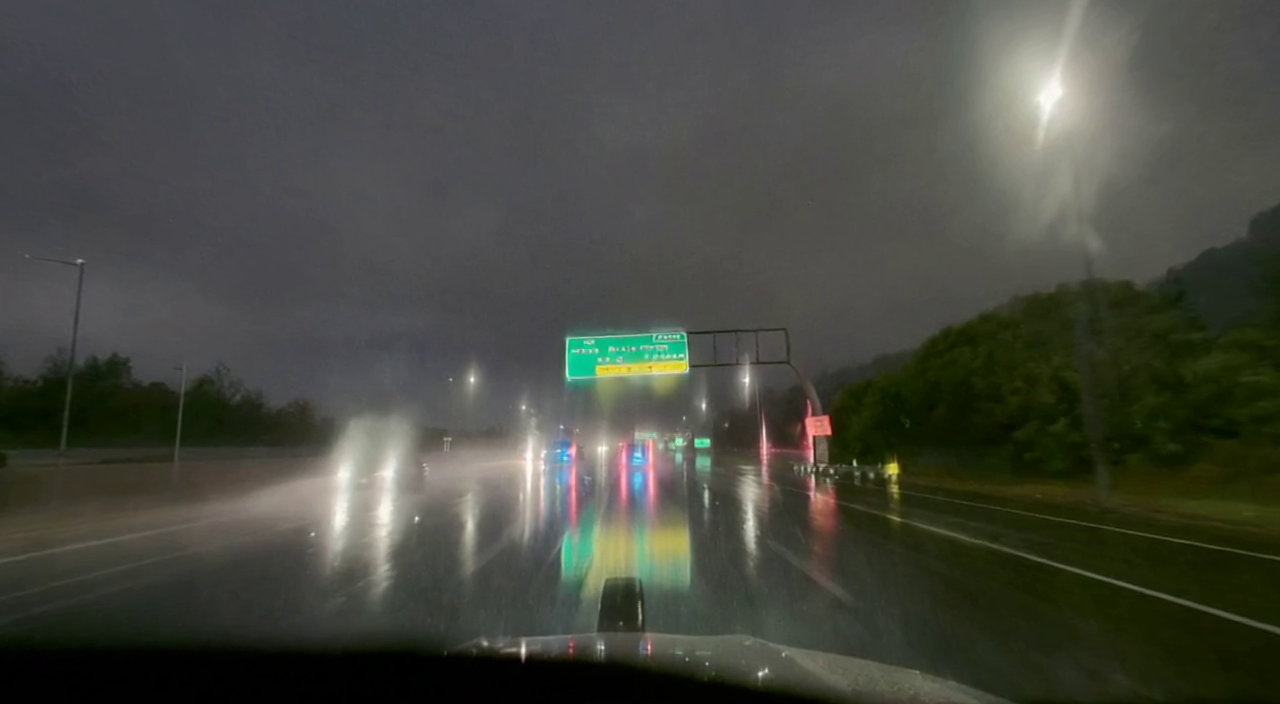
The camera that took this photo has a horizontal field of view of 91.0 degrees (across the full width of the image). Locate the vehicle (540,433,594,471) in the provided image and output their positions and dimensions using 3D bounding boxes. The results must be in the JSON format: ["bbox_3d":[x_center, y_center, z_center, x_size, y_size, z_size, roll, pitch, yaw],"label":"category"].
[{"bbox_3d":[-3.788,5.320,33.676,2.264,1.901,4.647,0,-9,1],"label":"vehicle"}]

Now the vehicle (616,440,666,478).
[{"bbox_3d":[0.064,4.808,28.566,2.086,1.548,4.325,0,-9,0],"label":"vehicle"}]

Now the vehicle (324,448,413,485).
[{"bbox_3d":[-13.099,5.508,30.810,2.056,1.643,4.838,0,-9,2],"label":"vehicle"}]
